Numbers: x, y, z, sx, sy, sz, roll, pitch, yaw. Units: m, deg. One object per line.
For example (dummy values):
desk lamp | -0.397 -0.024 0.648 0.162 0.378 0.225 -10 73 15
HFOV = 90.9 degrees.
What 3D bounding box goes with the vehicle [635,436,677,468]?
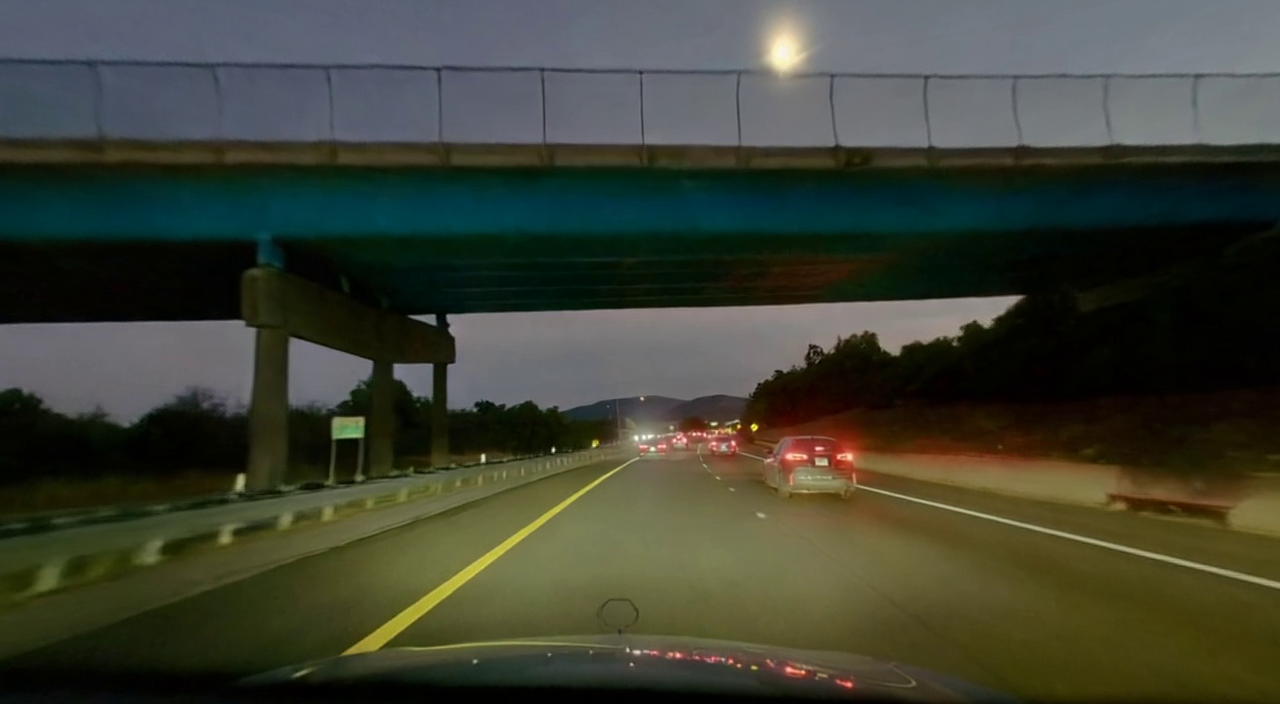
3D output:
vehicle | 0.849 4.939 31.327 1.993 1.461 3.812 -1 -8 3
